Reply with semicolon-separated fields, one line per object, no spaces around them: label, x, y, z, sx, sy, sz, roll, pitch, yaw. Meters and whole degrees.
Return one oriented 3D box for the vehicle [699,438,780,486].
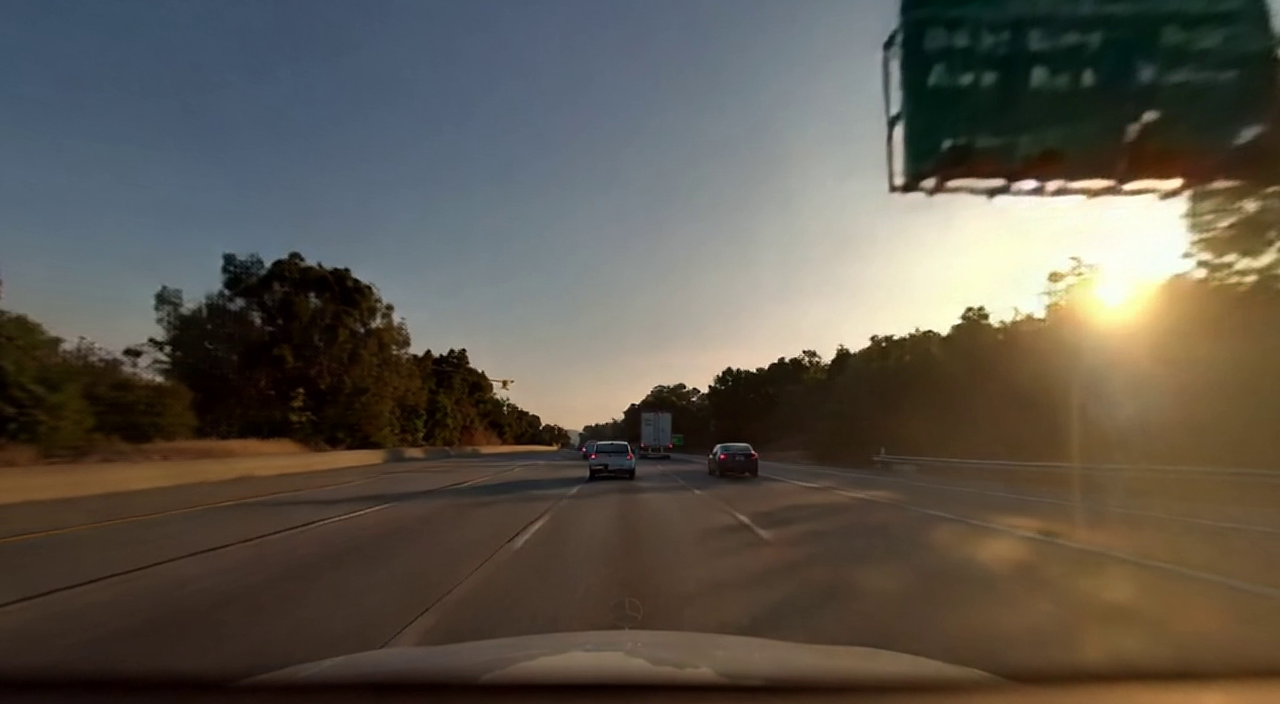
vehicle;3.348;3.797;22.110;1.971;1.472;4.301;0;-9;-2

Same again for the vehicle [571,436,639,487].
vehicle;-1.063;3.591;20.975;2.020;1.516;3.951;0;-9;0
